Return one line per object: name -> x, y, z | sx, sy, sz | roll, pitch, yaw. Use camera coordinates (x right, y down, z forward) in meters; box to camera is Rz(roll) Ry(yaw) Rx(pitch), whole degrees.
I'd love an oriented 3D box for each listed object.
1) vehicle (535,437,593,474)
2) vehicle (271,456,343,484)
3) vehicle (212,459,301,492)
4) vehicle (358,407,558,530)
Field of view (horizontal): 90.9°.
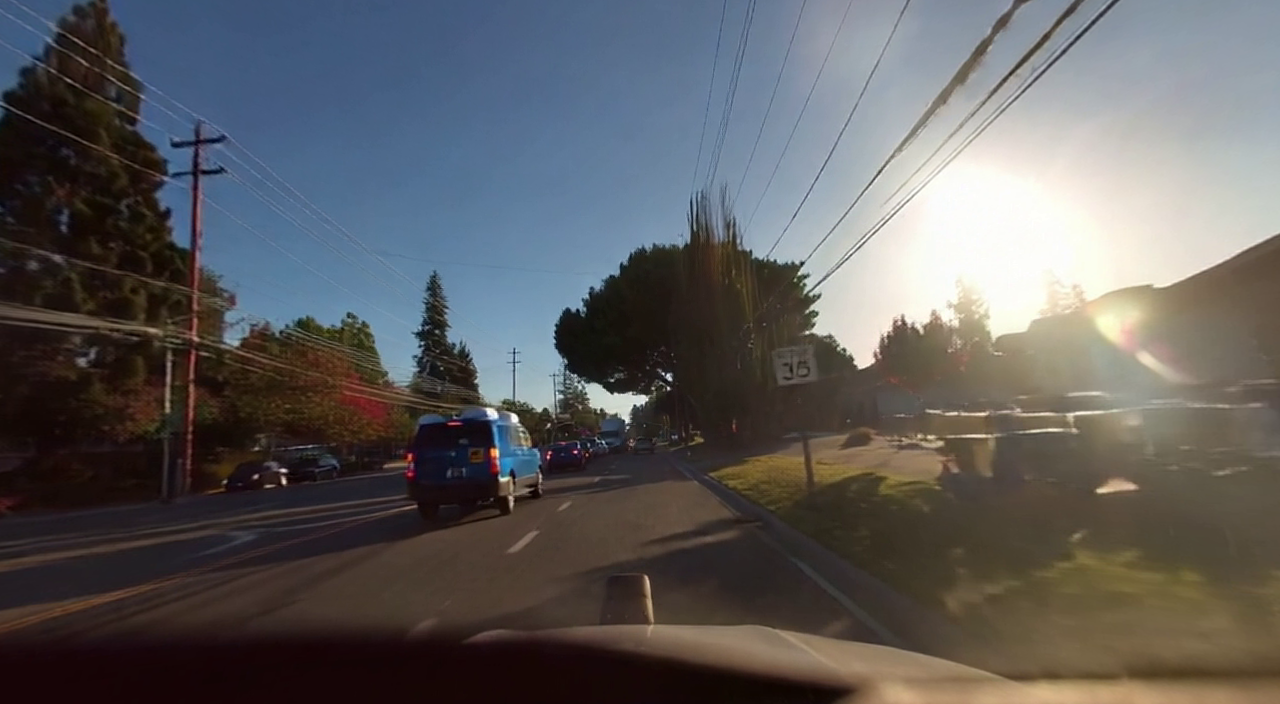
vehicle -> -3.231, 4.481, 27.586 | 1.998, 1.466, 4.124 | 0, -8, 1
vehicle -> -20.380, 7.227, 38.774 | 2.231, 1.478, 4.603 | 1, -8, -5
vehicle -> -19.840, 6.401, 32.895 | 2.099, 1.449, 4.749 | 1, -8, -6
vehicle -> -3.065, 2.121, 12.045 | 2.180, 1.818, 5.117 | 0, -8, 1
